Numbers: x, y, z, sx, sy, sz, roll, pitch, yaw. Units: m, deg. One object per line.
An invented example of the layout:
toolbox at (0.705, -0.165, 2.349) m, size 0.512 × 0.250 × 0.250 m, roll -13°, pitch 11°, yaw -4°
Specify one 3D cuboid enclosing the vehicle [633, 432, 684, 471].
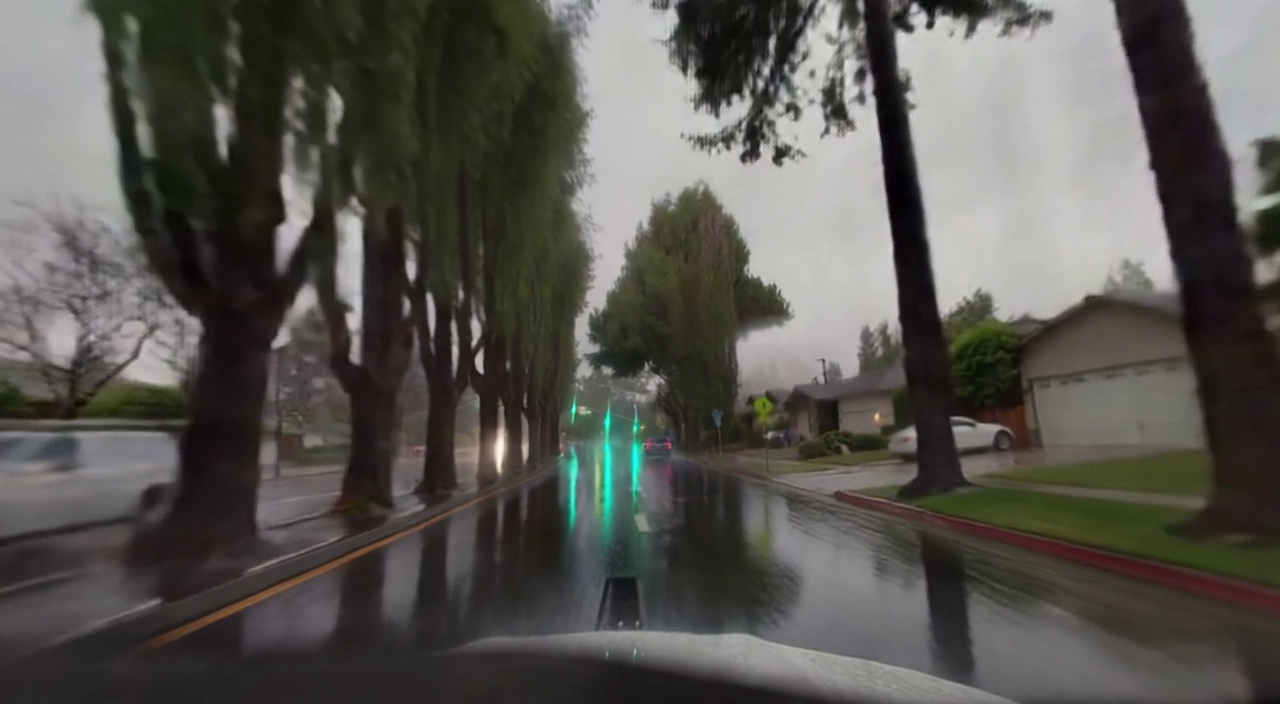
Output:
vehicle at (0.801, 4.737, 30.272) m, size 1.990 × 1.707 × 4.225 m, roll 0°, pitch -8°, yaw -5°
